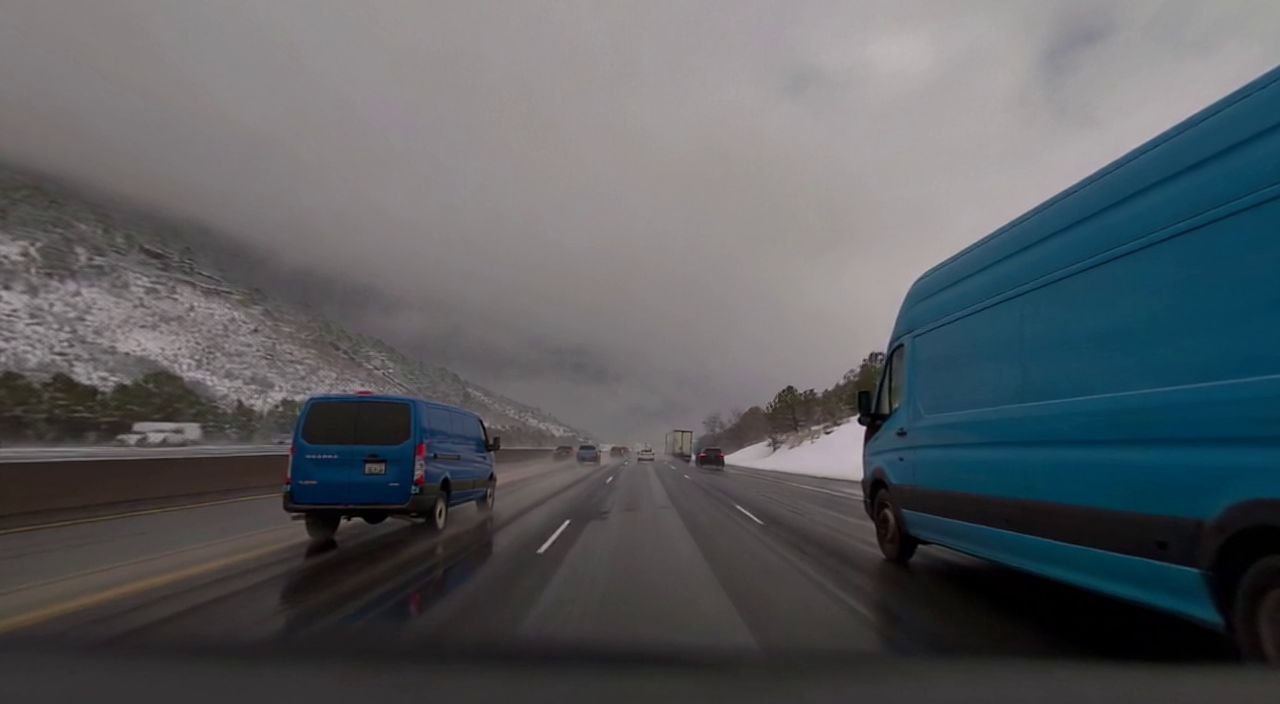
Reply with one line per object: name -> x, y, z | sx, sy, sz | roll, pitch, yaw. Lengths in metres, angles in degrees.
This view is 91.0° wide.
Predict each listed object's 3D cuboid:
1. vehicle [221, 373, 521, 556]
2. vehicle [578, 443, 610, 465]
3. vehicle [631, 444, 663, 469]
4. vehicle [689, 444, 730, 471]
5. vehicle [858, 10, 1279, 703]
vehicle -> -3.808, 1.800, 10.593 | 2.421, 2.203, 5.775 | 0, -9, 1
vehicle -> -3.472, 7.825, 48.311 | 2.138, 1.581, 4.340 | 0, -9, 0
vehicle -> 0.453, 6.988, 42.304 | 2.014, 1.543, 3.804 | 0, -9, 0
vehicle -> 4.305, 6.572, 39.474 | 2.051, 1.598, 4.145 | 0, -9, -1
vehicle -> 4.236, 0.407, 4.578 | 2.764, 3.260, 7.019 | 0, -9, 0
